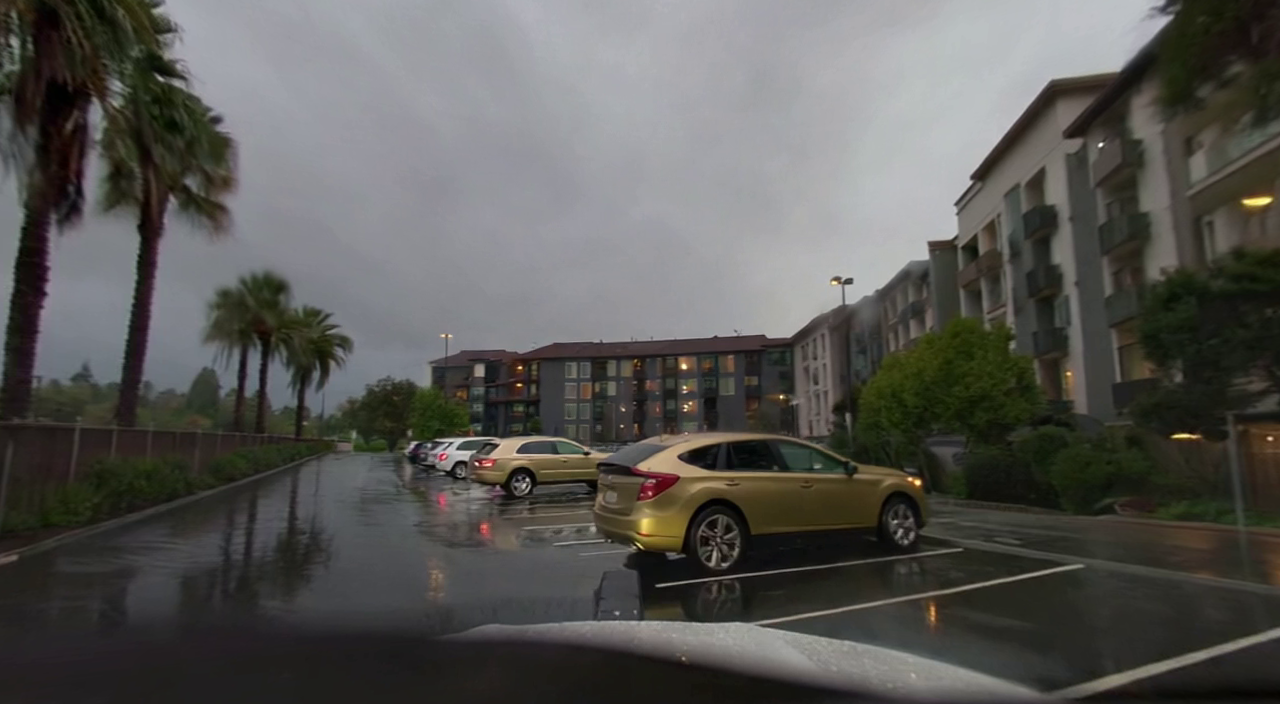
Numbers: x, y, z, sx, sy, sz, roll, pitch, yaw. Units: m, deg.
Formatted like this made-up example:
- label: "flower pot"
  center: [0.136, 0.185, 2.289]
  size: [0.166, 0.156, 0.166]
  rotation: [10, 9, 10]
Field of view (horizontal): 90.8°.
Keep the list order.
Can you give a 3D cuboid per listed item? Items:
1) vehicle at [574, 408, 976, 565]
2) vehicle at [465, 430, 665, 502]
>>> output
- label: "vehicle"
  center: [1.767, 1.787, 8.103]
  size: [4.803, 1.520, 1.894]
  rotation: [7, -16, -26]
- label: "vehicle"
  center: [-2.133, 3.249, 18.450]
  size: [5.381, 1.826, 2.047]
  rotation: [4, -10, -27]
